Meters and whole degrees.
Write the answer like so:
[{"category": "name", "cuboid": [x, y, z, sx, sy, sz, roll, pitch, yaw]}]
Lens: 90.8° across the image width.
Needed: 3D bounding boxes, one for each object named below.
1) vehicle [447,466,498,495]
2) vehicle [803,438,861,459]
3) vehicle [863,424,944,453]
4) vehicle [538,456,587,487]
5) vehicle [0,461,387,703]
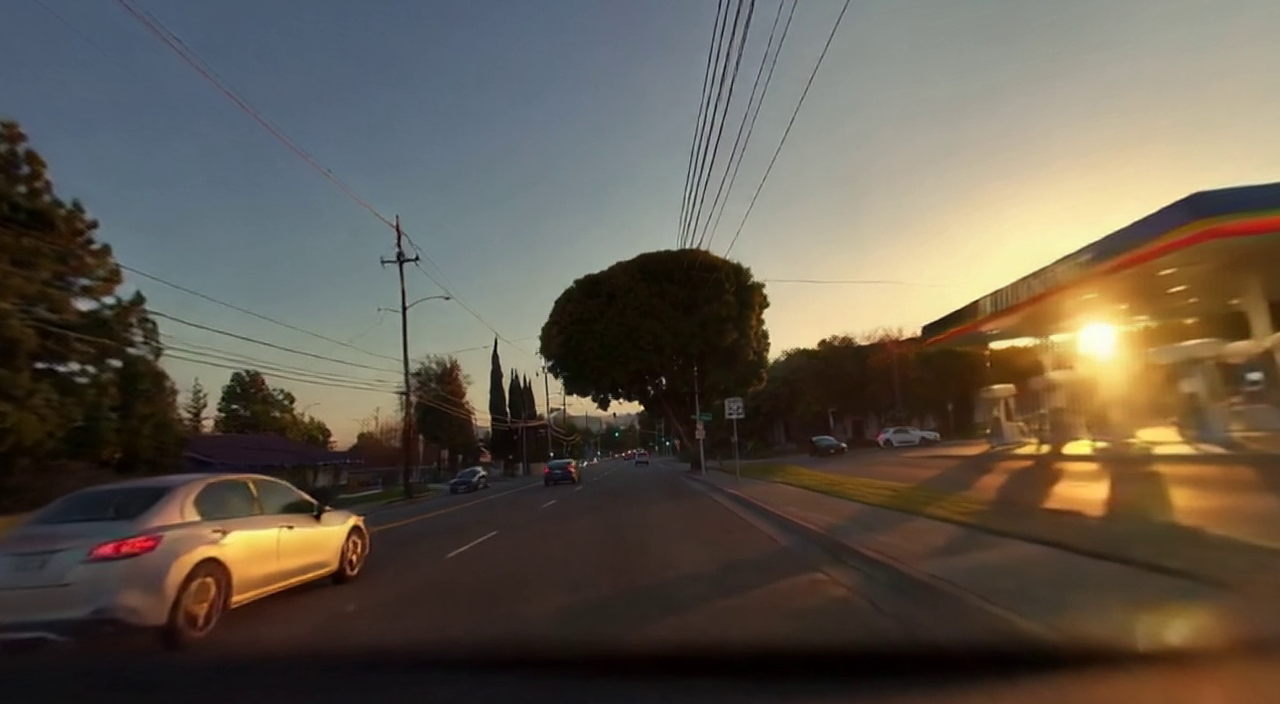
[{"category": "vehicle", "cuboid": [-11.081, 8.524, 42.143, 2.097, 1.581, 4.583, -3, -9, 1]}, {"category": "vehicle", "cuboid": [14.109, 7.135, 46.523, 3.830, 1.474, 1.771, -2, -10, 9]}, {"category": "vehicle", "cuboid": [19.016, 6.327, 45.799, 4.817, 1.919, 2.308, -2, -9, 7]}, {"category": "vehicle", "cuboid": [-3.923, 6.137, 32.634, 1.943, 1.455, 4.414, -1, -9, 1]}, {"category": "vehicle", "cuboid": [-4.095, 1.747, 5.765, 1.704, 1.430, 4.587, -1, -9, 0]}]
